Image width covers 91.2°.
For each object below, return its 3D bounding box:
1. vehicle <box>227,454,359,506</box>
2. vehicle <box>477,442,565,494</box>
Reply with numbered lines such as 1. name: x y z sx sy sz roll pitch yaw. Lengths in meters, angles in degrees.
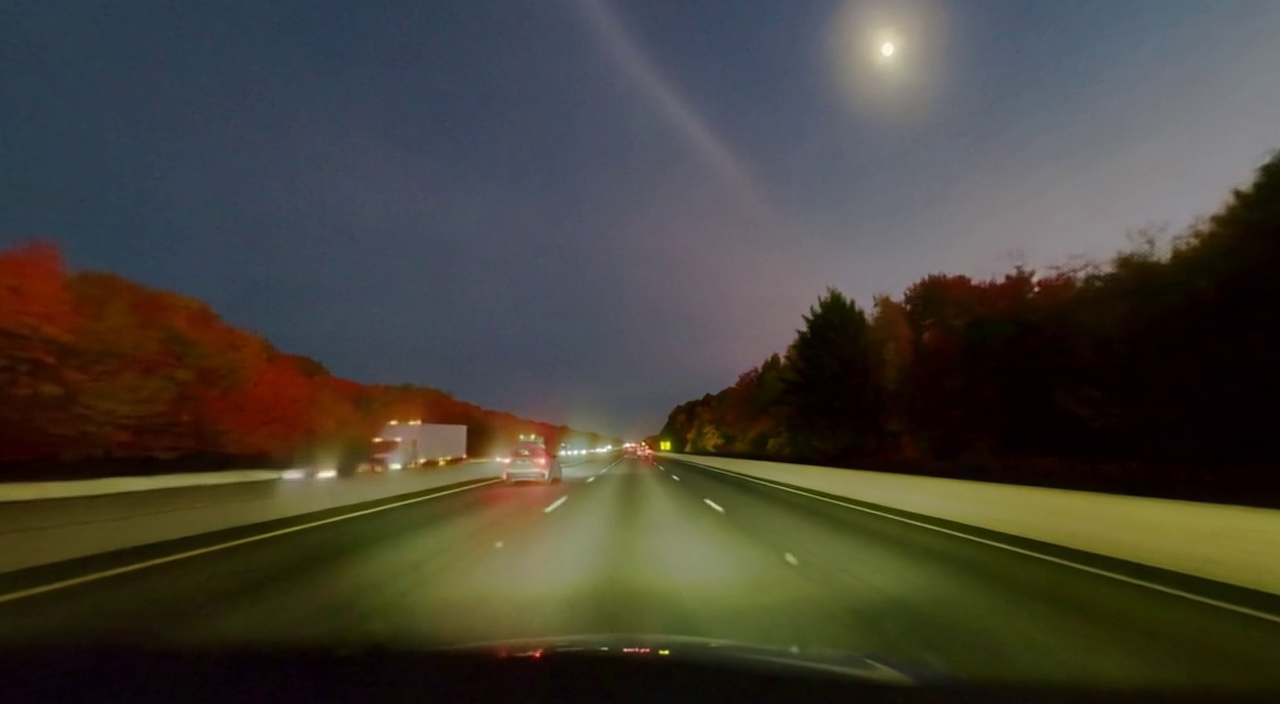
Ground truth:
1. vehicle: -11.203 4.124 20.661 1.856 1.463 4.336 0 -9 0
2. vehicle: -3.995 3.995 21.967 2.153 1.577 4.707 0 -9 0
